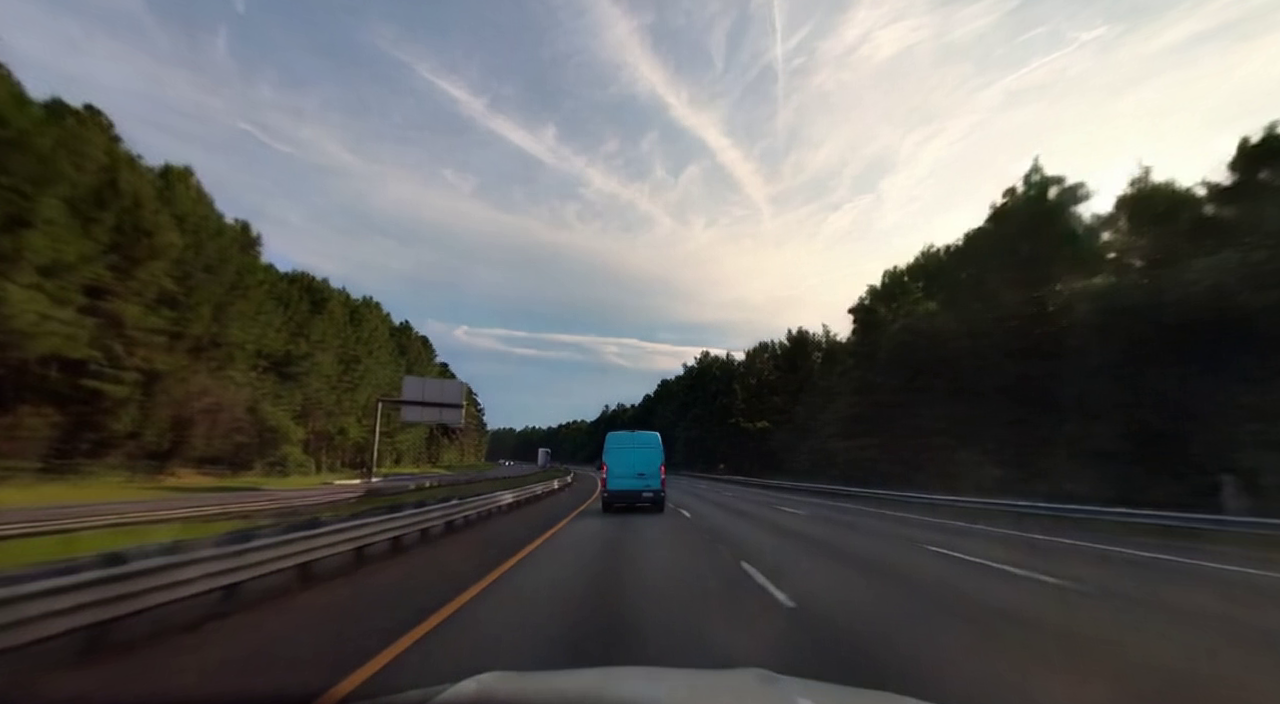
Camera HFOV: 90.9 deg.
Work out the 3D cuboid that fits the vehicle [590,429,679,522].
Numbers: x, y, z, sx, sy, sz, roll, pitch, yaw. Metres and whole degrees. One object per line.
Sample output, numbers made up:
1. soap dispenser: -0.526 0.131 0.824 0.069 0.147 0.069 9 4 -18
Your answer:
1. vehicle: -0.299 3.877 20.066 2.375 2.432 6.161 1 -10 -3
